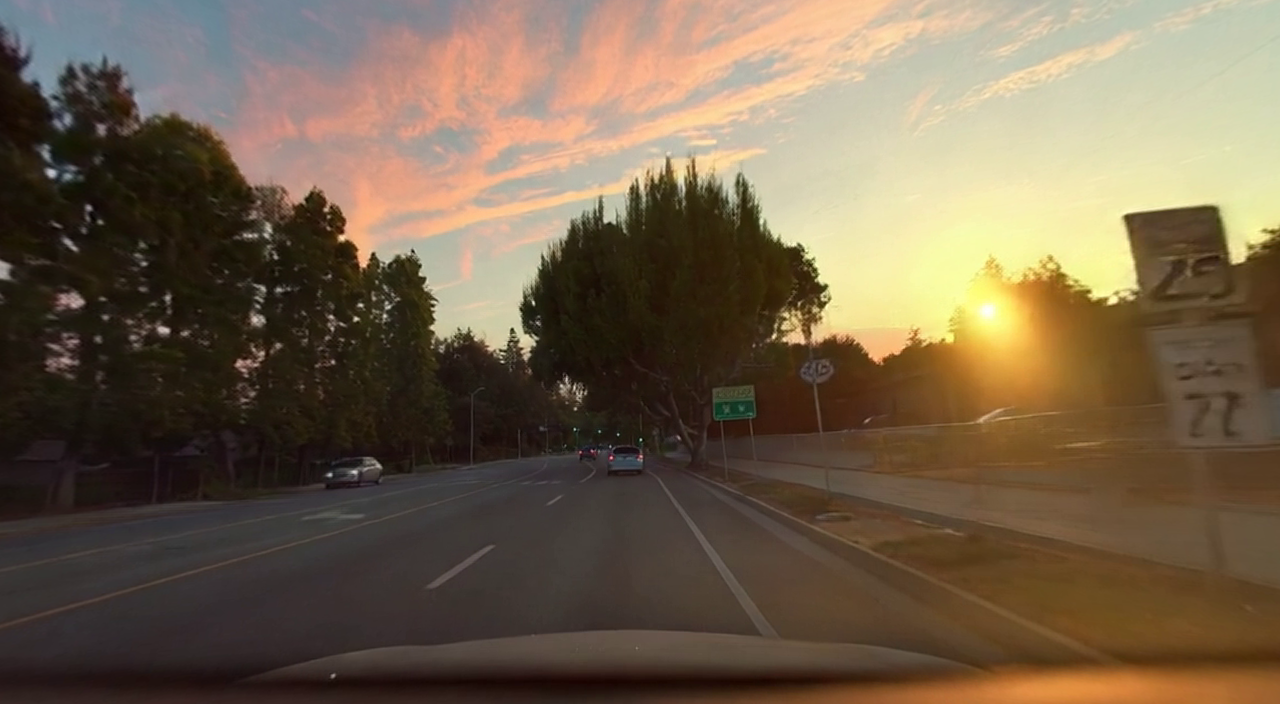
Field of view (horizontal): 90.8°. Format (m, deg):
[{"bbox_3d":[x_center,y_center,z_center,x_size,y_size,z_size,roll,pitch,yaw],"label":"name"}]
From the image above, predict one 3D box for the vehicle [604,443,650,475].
[{"bbox_3d":[-0.585,5.308,31.529,2.111,1.466,4.223,-1,-8,2],"label":"vehicle"}]
